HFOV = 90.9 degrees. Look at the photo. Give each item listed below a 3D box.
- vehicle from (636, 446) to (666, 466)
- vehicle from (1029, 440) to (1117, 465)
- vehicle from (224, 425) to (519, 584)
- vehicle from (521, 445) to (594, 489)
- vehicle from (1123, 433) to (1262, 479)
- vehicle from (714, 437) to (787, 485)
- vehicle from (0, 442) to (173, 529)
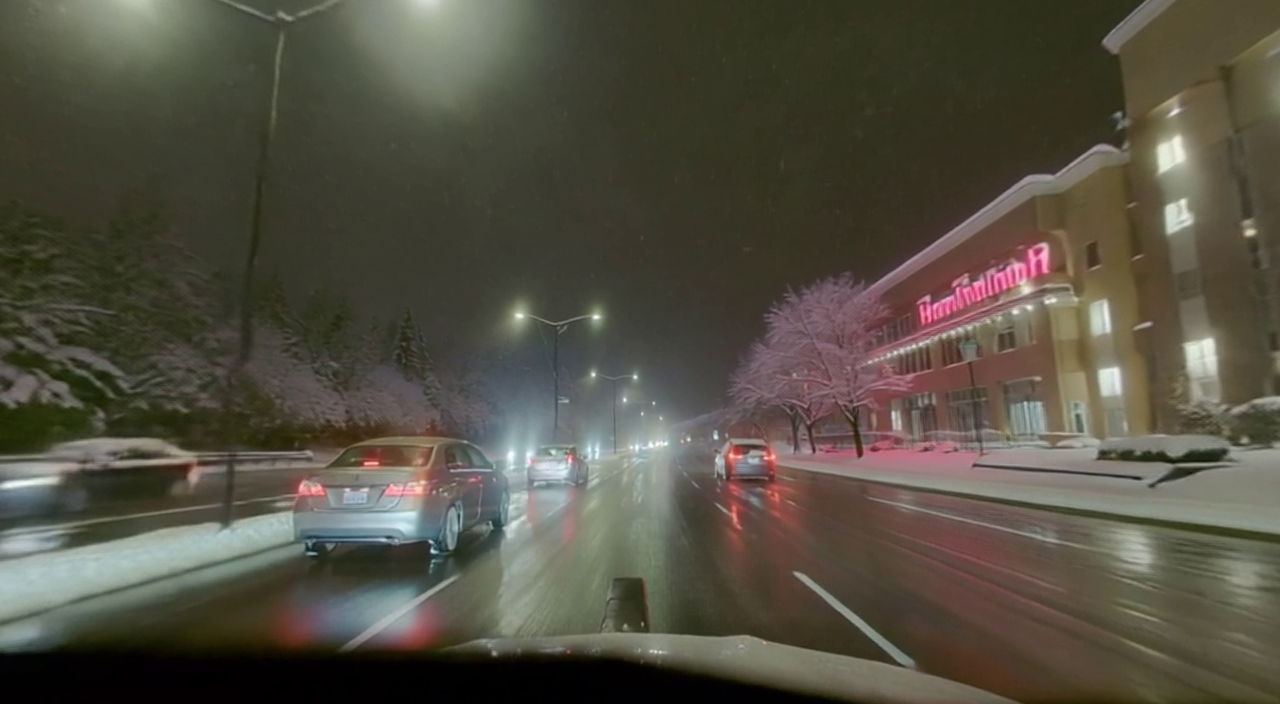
[{"bbox_3d":[0.874,7.919,48.113,2.164,1.477,3.988,-1,-8,2],"label":"vehicle"},{"bbox_3d":[30.378,7.090,44.363,4.667,1.674,1.767,-1,-9,9],"label":"vehicle"},{"bbox_3d":[-3.127,1.860,8.616,2.118,1.568,4.436,0,-8,-1],"label":"vehicle"},{"bbox_3d":[-2.924,4.176,23.306,1.980,1.454,4.226,-1,-8,2],"label":"vehicle"},{"bbox_3d":[17.882,3.355,20.450,3.368,1.389,1.595,2,-9,-12],"label":"vehicle"},{"bbox_3d":[4.284,4.291,25.060,2.103,1.699,4.171,0,-8,0],"label":"vehicle"},{"bbox_3d":[-12.247,2.616,12.899,2.110,1.512,4.107,-1,-8,2],"label":"vehicle"}]
